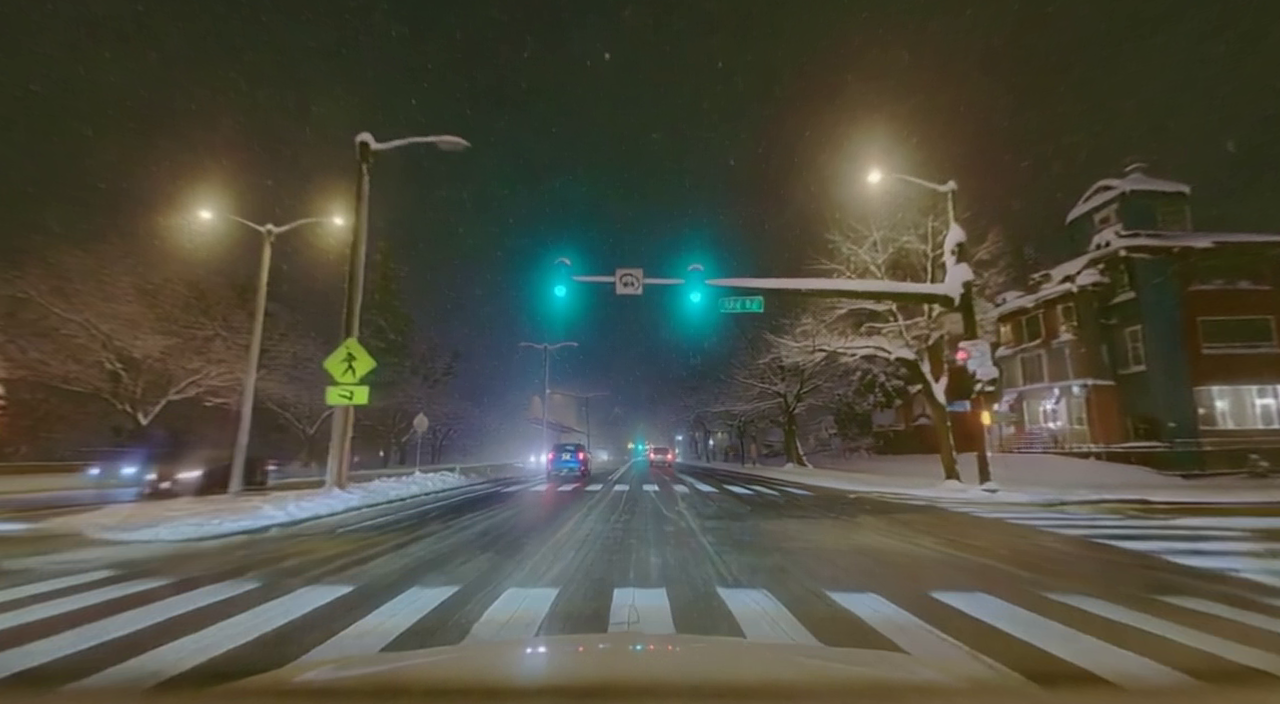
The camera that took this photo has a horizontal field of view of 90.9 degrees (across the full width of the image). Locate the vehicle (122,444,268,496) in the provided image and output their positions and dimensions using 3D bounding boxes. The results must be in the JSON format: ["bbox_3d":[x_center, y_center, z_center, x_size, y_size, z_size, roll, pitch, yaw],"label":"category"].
[{"bbox_3d":[-15.541,4.112,22.373,1.990,1.650,4.283,0,-9,0],"label":"vehicle"}]

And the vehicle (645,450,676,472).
[{"bbox_3d":[1.403,7.821,45.293,2.075,1.480,3.920,0,-9,-1],"label":"vehicle"}]

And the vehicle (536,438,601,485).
[{"bbox_3d":[-2.920,4.594,26.780,2.150,1.812,4.423,0,-9,1],"label":"vehicle"}]
